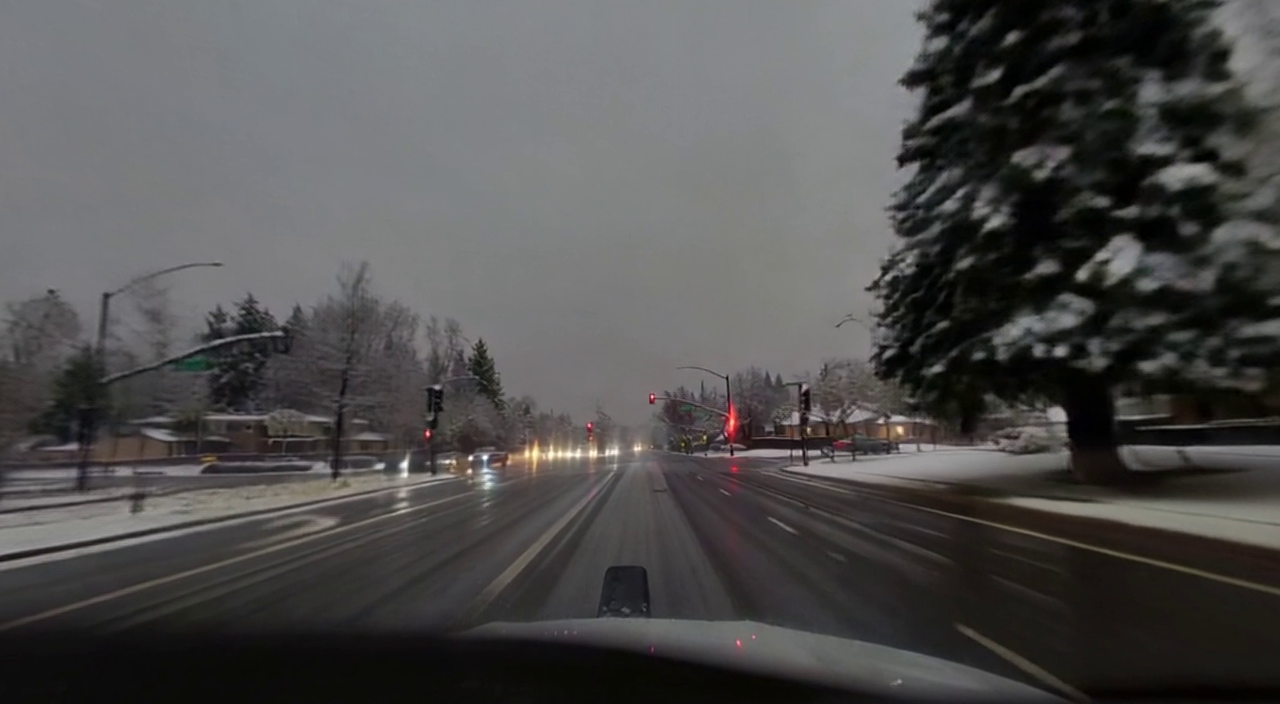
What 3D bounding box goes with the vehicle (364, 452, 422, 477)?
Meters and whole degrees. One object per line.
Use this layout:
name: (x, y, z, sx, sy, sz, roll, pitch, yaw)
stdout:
vehicle: (-16.504, 7.540, 42.394, 1.946, 1.502, 4.557, 0, -9, 1)
